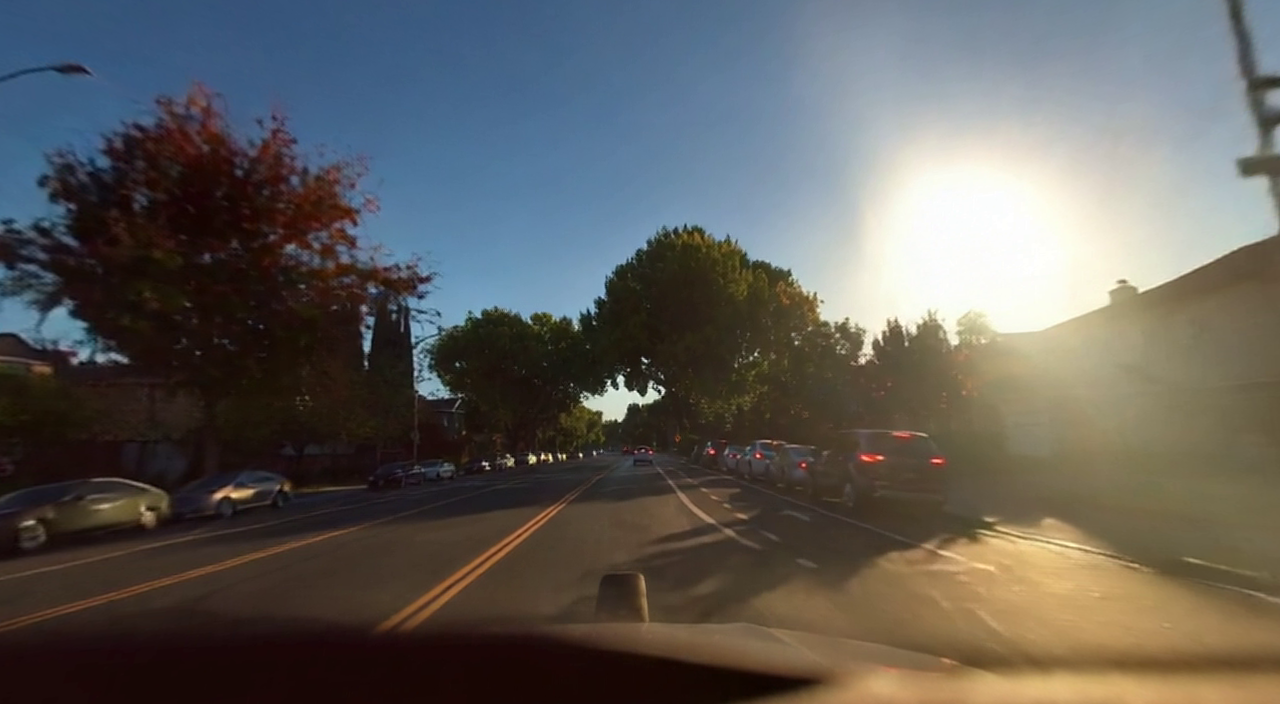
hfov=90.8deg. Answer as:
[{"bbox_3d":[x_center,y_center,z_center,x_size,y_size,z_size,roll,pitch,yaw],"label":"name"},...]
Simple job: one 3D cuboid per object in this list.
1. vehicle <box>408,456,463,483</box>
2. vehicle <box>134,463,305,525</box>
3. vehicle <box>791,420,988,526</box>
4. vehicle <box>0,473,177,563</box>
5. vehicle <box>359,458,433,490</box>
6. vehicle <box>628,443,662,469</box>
[{"bbox_3d":[-12.436,7.145,38.728,1.853,1.497,4.527,0,-9,0],"label":"vehicle"},{"bbox_3d":[-12.643,4.273,19.501,1.880,1.523,4.833,0,-9,1],"label":"vehicle"},{"bbox_3d":[4.907,2.462,13.472,2.022,1.799,5.105,0,-9,-1],"label":"vehicle"},{"bbox_3d":[-12.718,3.485,13.867,1.834,1.467,4.357,0,-9,-1],"label":"vehicle"},{"bbox_3d":[-12.738,6.379,33.309,1.969,1.490,4.675,-1,-9,1],"label":"vehicle"},{"bbox_3d":[0.289,6.502,39.658,2.022,1.471,3.973,0,-9,-1],"label":"vehicle"}]
